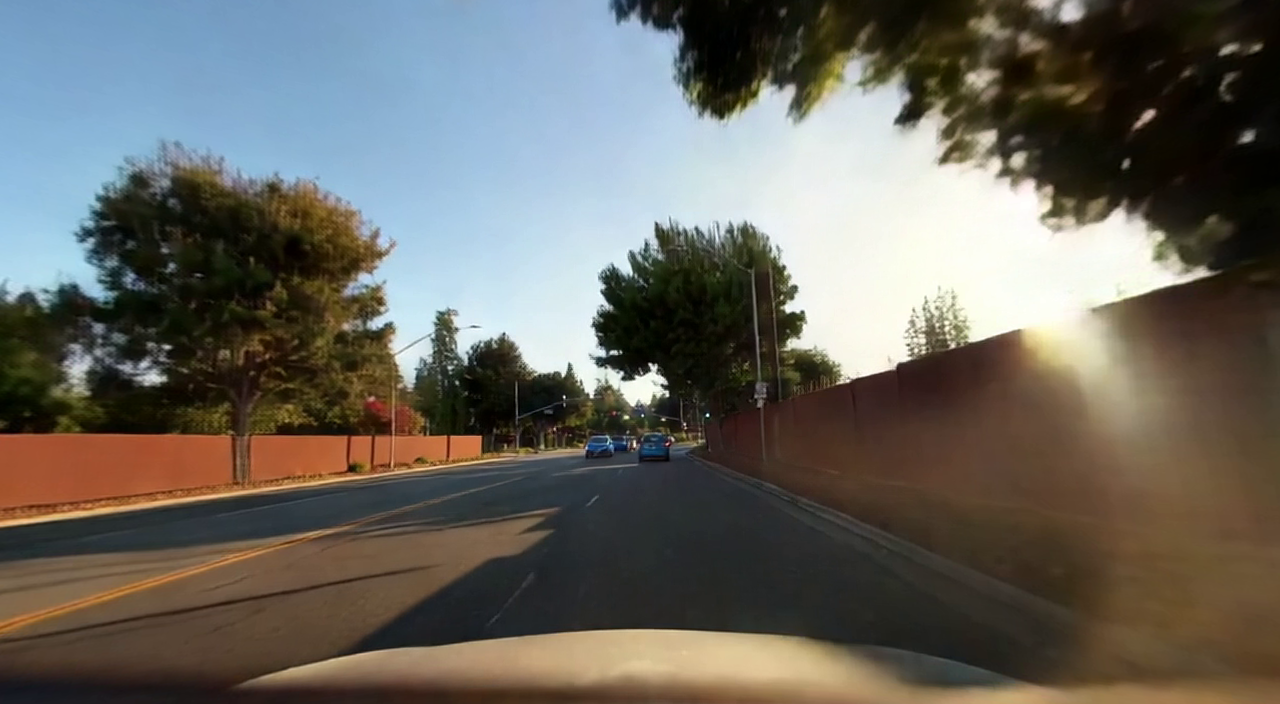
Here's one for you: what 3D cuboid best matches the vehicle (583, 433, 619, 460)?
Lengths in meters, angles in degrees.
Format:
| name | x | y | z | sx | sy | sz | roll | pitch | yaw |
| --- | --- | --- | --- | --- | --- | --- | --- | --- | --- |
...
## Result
| name | x | y | z | sx | sy | sz | roll | pitch | yaw |
| --- | --- | --- | --- | --- | --- | --- | --- | --- | --- |
| vehicle | -2.679 | 6.637 | 44.085 | 2.190 | 1.766 | 4.394 | 0 | -9 | 1 |

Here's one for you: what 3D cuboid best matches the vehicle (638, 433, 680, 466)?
| name | x | y | z | sx | sy | sz | roll | pitch | yaw |
| --- | --- | --- | --- | --- | --- | --- | --- | --- | --- |
| vehicle | 0.993 | 5.266 | 34.206 | 2.127 | 1.665 | 3.993 | 0 | -9 | 0 |
